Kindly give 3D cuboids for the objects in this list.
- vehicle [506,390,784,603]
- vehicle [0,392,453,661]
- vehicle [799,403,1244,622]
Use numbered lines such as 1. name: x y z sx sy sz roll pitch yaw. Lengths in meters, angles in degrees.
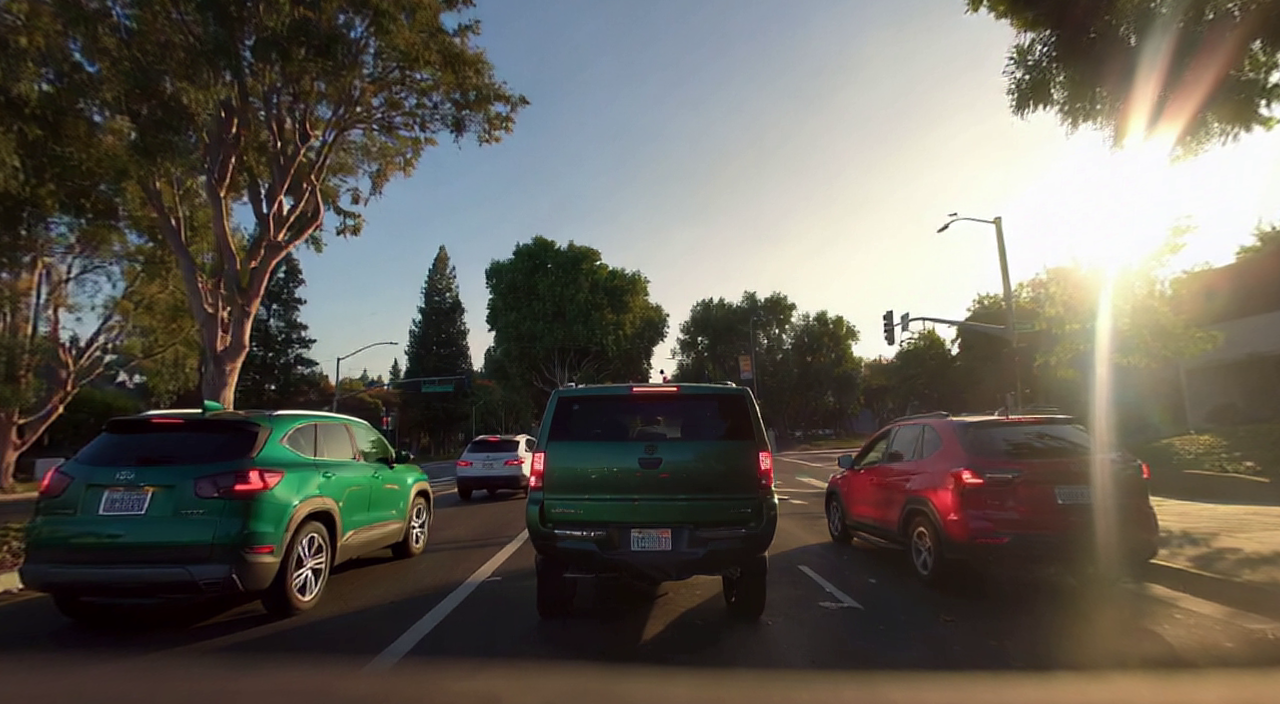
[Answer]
1. vehicle: 0.020 1.485 7.249 2.294 1.761 3.857 0 -9 -1
2. vehicle: -3.373 1.372 5.978 1.961 1.639 4.064 0 -9 0
3. vehicle: 3.475 1.550 7.051 2.202 1.657 4.298 0 -9 -1
